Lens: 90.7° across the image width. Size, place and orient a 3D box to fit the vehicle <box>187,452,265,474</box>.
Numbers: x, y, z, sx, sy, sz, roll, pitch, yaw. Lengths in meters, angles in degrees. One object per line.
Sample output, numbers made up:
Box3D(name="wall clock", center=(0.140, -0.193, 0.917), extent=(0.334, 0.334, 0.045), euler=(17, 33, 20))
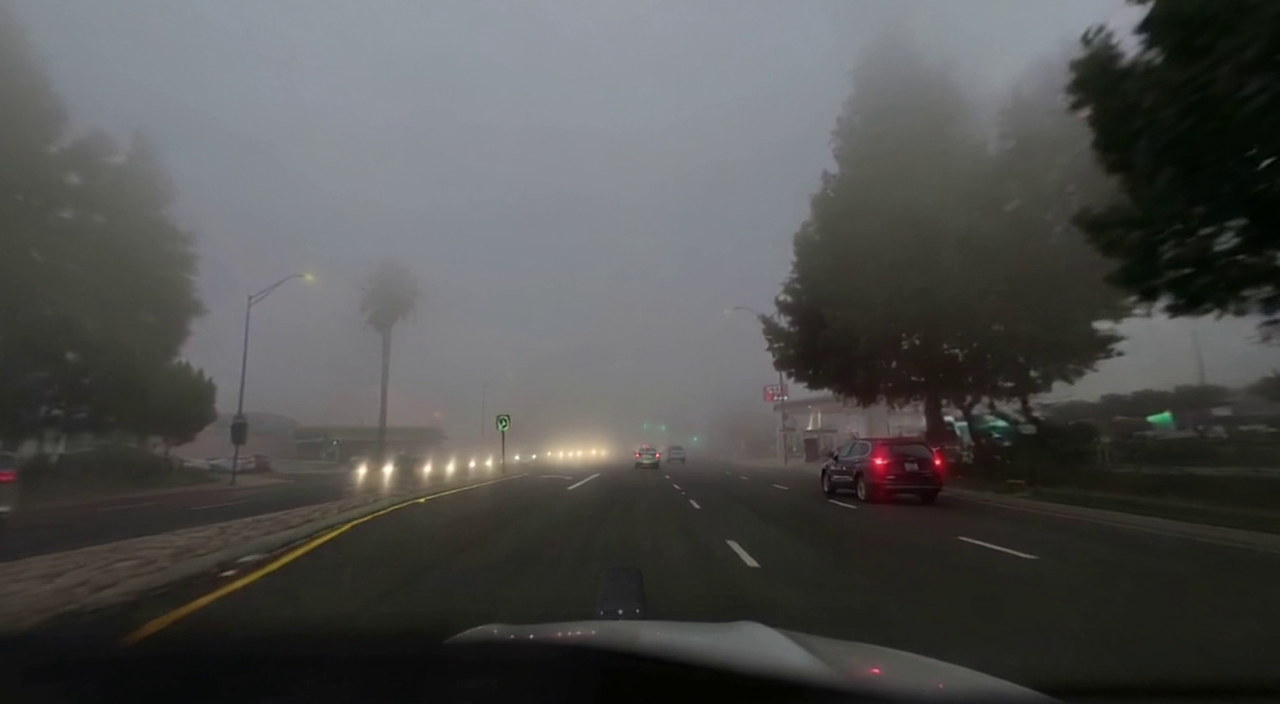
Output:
Box3D(name="vehicle", center=(-32.414, 8.705, 49.639), extent=(4.623, 1.572, 2.097), euler=(0, -10, 0))

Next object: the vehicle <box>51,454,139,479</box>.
Box3D(name="vehicle", center=(-35.203, 7.392, 40.918), extent=(3.864, 1.530, 1.961), euler=(-1, -8, 1))

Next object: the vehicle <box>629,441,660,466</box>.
Box3D(name="vehicle", center=(0.328, 7.506, 46.799), extent=(2.177, 1.754, 3.815), euler=(-1, -8, 1))

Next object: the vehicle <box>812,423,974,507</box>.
Box3D(name="vehicle", center=(6.284, 2.871, 16.505), extent=(2.066, 1.807, 4.893), euler=(0, -9, -1))

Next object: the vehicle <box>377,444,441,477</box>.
Box3D(name="vehicle", center=(-12.847, 6.066, 35.492), extent=(1.958, 1.701, 4.082), euler=(-1, -8, 1))

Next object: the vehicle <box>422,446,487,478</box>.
Box3D(name="vehicle", center=(-9.211, 5.489, 31.817), extent=(1.891, 1.473, 4.297), euler=(-1, -9, 1))

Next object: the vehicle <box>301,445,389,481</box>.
Box3D(name="vehicle", center=(-16.182, 6.098, 35.116), extent=(2.183, 1.814, 5.403), euler=(-1, -9, 1))
